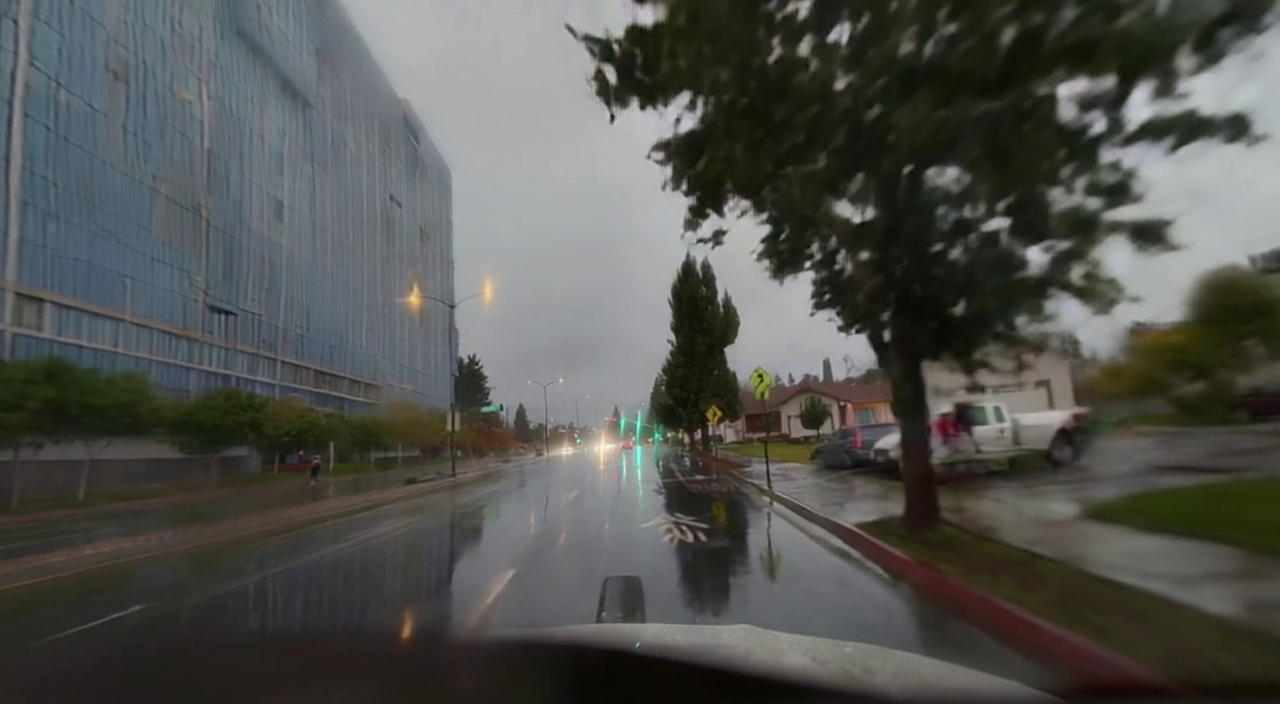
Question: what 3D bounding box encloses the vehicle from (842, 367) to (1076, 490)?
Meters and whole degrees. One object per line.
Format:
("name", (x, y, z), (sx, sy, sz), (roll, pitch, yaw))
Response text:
("vehicle", (6.473, 1.726, 13.774), (2.160, 1.944, 5.086), (-7, -8, -2))
